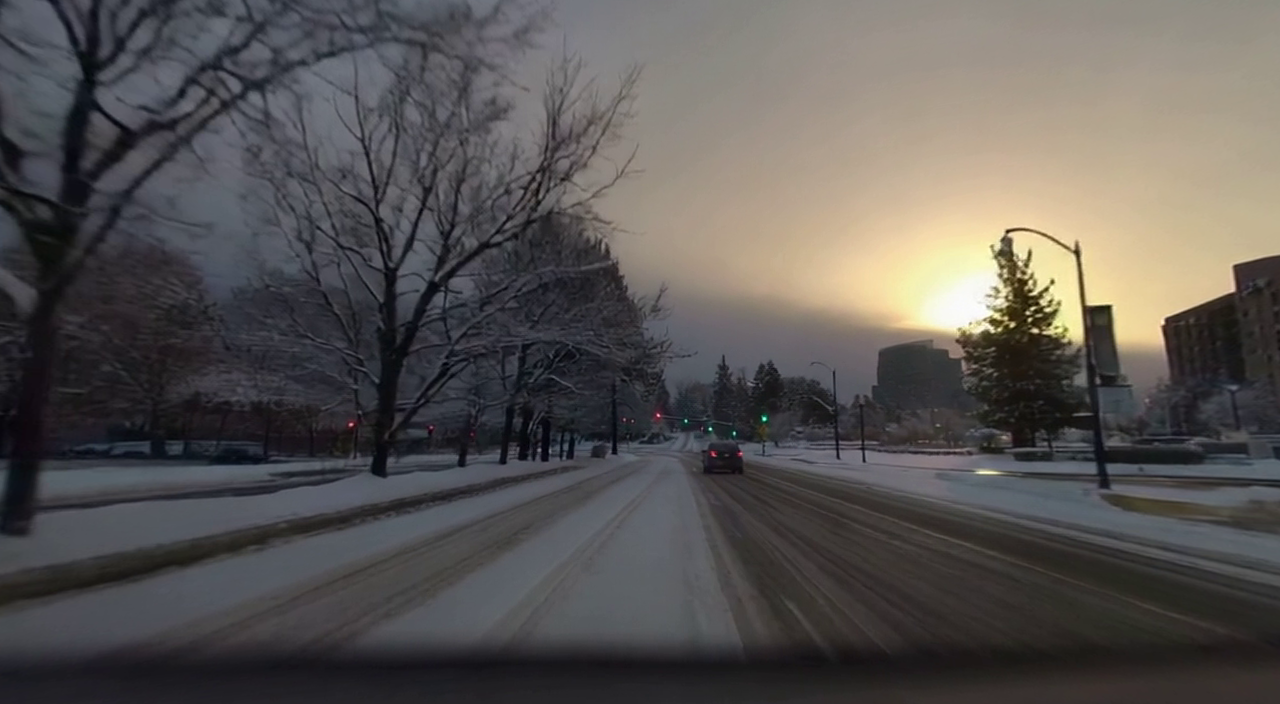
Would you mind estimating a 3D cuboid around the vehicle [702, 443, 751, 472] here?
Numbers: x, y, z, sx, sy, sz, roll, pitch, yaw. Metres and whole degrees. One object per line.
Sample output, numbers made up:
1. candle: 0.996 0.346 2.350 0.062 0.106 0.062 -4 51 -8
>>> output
1. vehicle: 4.621 5.683 34.299 2.133 1.481 4.276 0 -8 1
